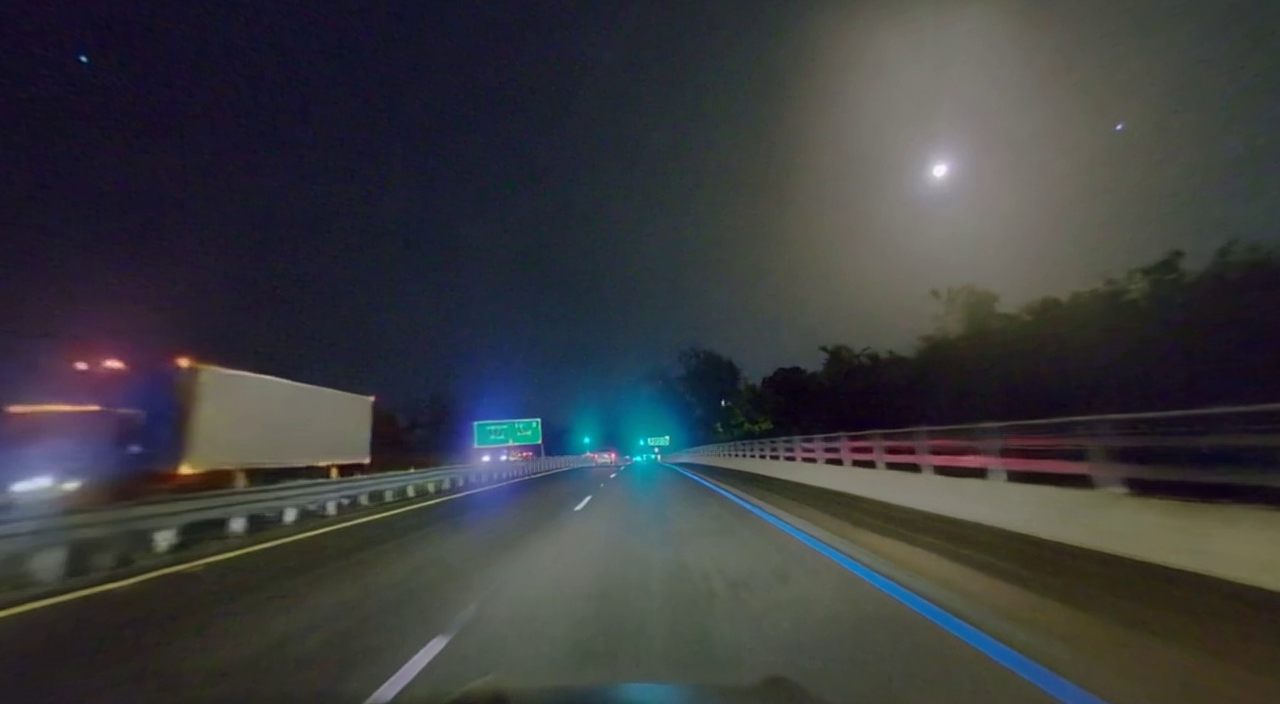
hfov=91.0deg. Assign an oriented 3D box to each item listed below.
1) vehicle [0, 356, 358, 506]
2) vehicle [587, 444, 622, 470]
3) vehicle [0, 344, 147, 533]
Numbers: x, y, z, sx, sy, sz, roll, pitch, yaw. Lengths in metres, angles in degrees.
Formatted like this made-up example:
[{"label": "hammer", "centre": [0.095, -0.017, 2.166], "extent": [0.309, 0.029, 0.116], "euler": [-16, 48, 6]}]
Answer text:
[{"label": "vehicle", "centre": [-15.416, 3.084, 23.779], "extent": [2.846, 3.981, 14.079], "euler": [0, -8, 0]}, {"label": "vehicle", "centre": [-2.241, 6.733, 40.505], "extent": [2.050, 1.530, 4.144], "euler": [0, -8, 0]}, {"label": "vehicle", "centre": [-15.344, 2.140, 15.886], "extent": [2.913, 4.275, 3.166], "euler": [0, -7, -1]}]
